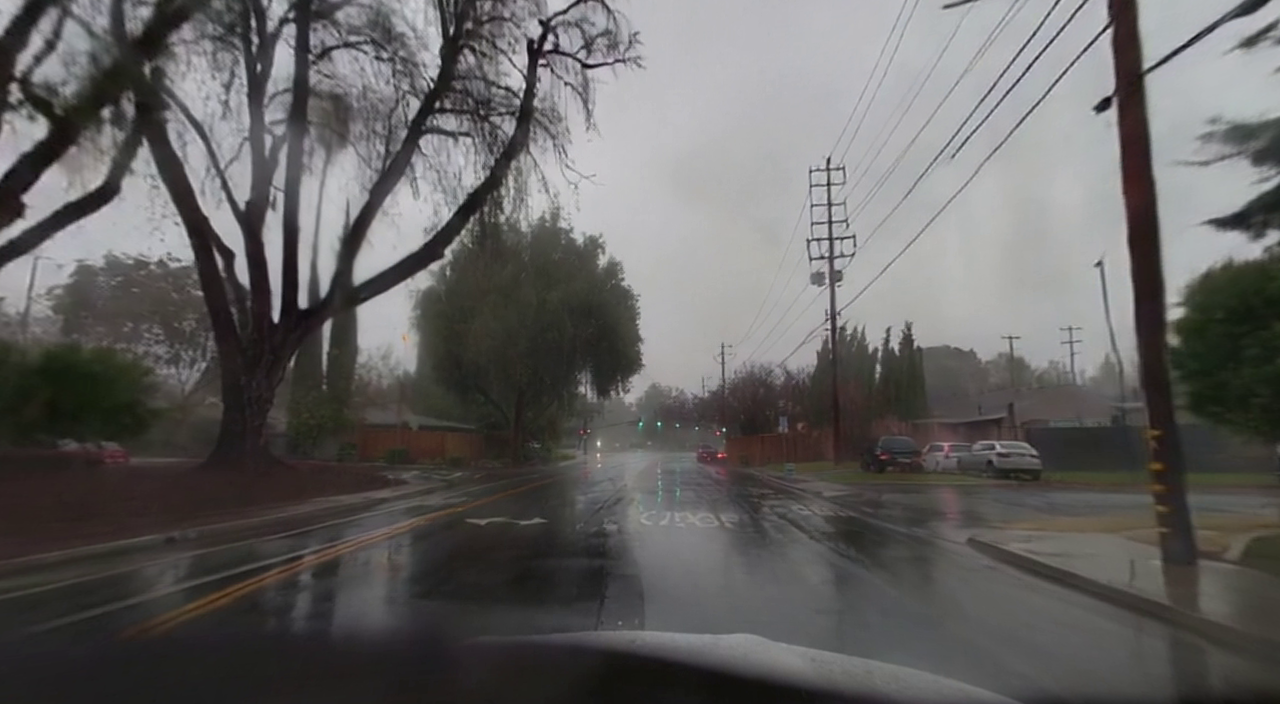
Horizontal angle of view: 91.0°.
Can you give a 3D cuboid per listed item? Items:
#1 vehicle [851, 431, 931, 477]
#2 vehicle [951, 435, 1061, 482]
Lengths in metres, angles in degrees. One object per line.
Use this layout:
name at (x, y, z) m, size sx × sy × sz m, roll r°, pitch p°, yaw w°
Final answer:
vehicle at (11.529, 4.712, 29.280) m, size 1.912 × 1.953 × 4.651 m, roll 0°, pitch -9°, yaw 2°
vehicle at (14.677, 4.280, 25.573) m, size 1.935 × 1.683 × 4.669 m, roll 0°, pitch -9°, yaw 4°
